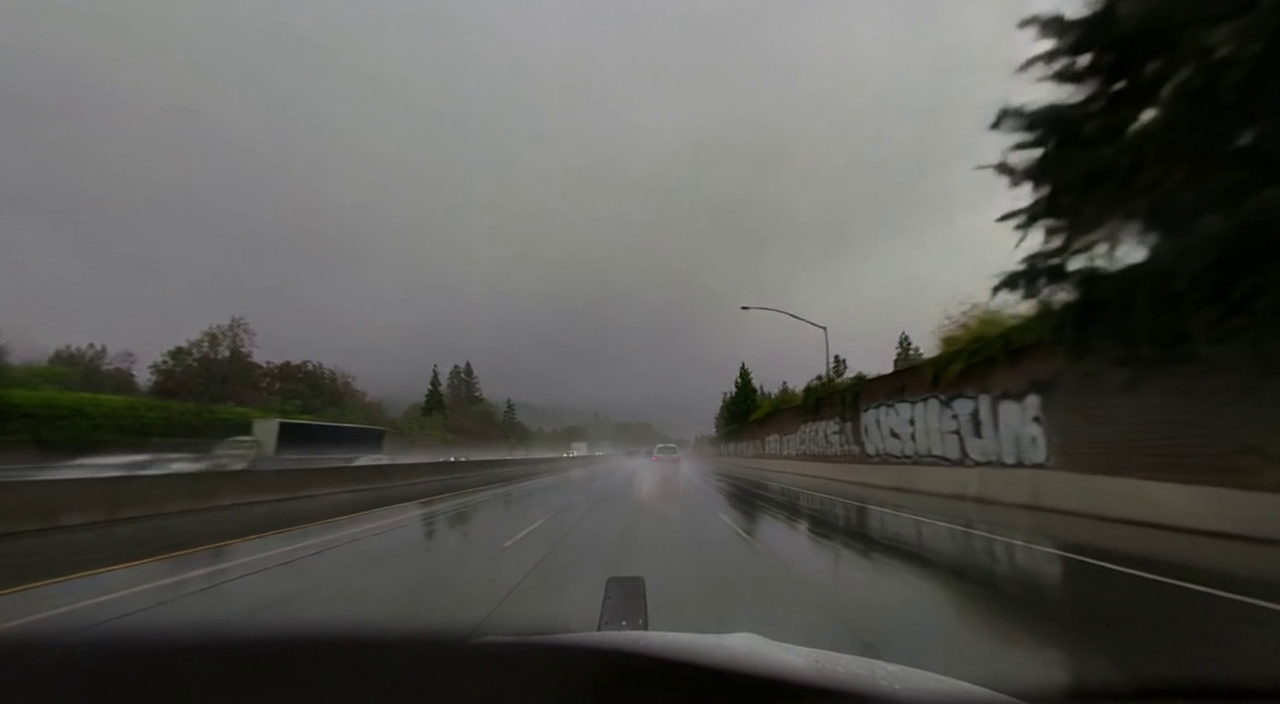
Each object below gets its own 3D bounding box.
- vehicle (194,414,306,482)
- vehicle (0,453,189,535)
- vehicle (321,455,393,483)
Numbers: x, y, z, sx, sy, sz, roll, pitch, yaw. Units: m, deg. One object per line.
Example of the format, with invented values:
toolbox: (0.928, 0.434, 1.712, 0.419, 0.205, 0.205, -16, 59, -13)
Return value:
vehicle: (-25.027, 6.249, 40.887, 2.948, 4.021, 5.825, -1, -9, 6)
vehicle: (-12.588, 2.994, 13.945, 1.866, 1.480, 4.496, 0, -9, 0)
vehicle: (-15.822, 6.538, 35.501, 1.960, 1.471, 4.518, 0, -9, 0)
